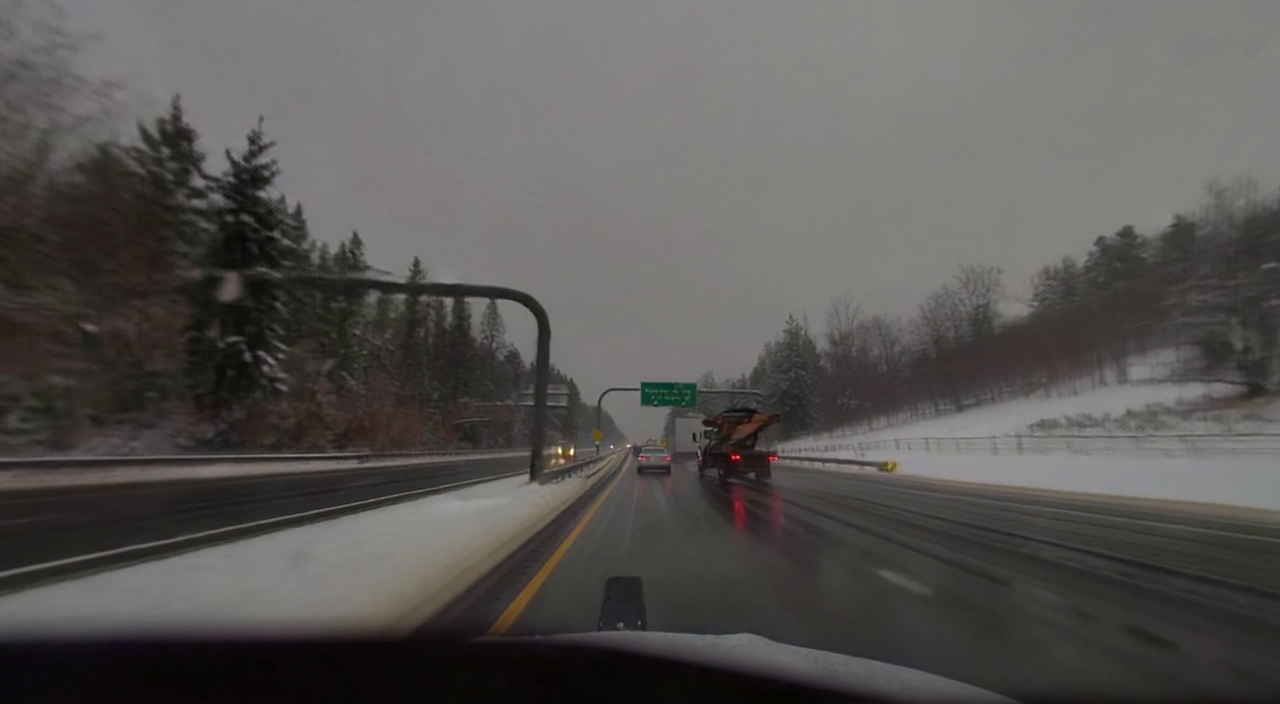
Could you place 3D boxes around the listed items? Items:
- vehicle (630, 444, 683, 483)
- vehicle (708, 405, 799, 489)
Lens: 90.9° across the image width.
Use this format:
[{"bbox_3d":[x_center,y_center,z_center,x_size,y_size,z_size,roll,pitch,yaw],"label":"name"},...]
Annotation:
[{"bbox_3d":[0.629,4.720,26.985,2.069,1.523,4.012,0,-9,-1],"label":"vehicle"},{"bbox_3d":[4.890,4.303,28.677,2.600,3.282,7.635,0,-9,-1],"label":"vehicle"}]
